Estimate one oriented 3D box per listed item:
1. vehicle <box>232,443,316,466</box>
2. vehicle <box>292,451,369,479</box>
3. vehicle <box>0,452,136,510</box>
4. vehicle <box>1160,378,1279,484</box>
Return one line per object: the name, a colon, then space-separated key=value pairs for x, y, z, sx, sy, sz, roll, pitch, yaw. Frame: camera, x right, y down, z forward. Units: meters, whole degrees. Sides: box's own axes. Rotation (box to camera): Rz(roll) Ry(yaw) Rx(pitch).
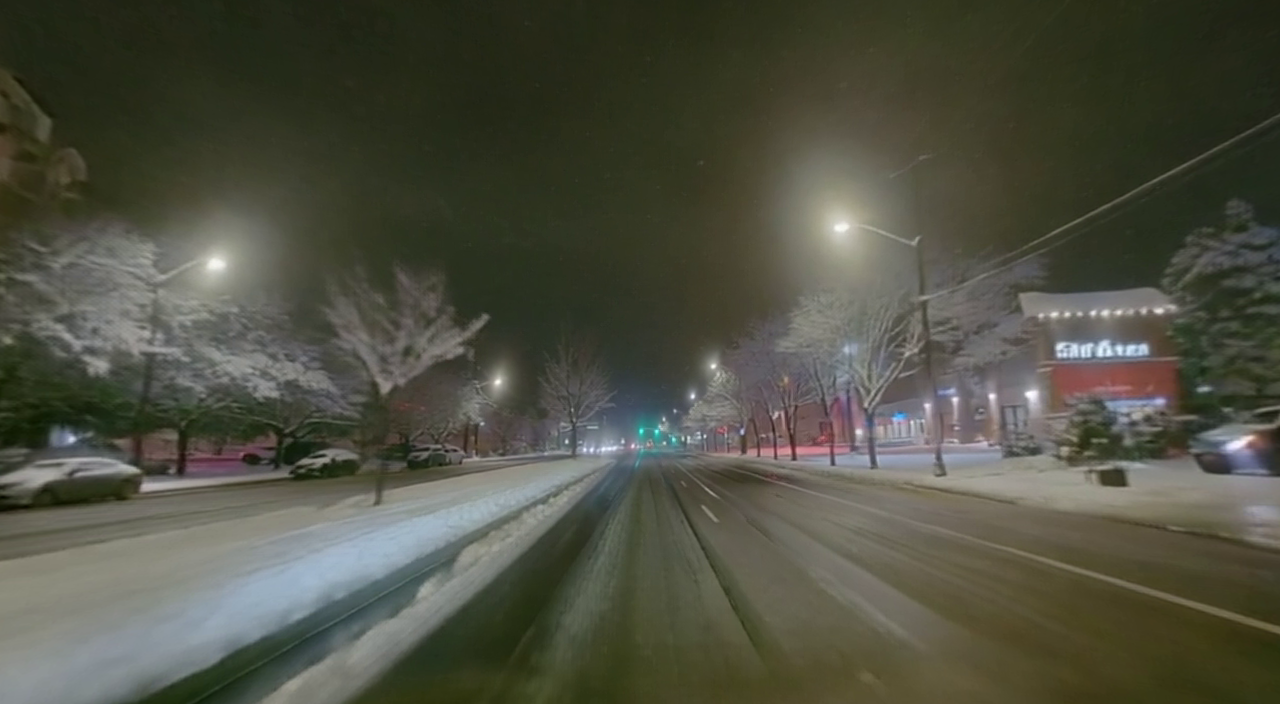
vehicle: x=-26.413 y=7.415 z=45.470 sx=4.727 sy=1.611 sz=1.960 roll=1 pitch=-9 yaw=-7
vehicle: x=-18.806 y=6.867 z=38.441 sx=2.121 sy=1.567 sz=5.042 roll=0 pitch=-9 yaw=0
vehicle: x=-19.171 y=4.024 z=20.032 sx=2.071 sy=1.595 sz=4.822 roll=0 pitch=-9 yaw=1
vehicle: x=21.652 y=2.629 z=20.603 sx=2.977 sy=3.311 sz=6.892 roll=0 pitch=-9 yaw=-1
